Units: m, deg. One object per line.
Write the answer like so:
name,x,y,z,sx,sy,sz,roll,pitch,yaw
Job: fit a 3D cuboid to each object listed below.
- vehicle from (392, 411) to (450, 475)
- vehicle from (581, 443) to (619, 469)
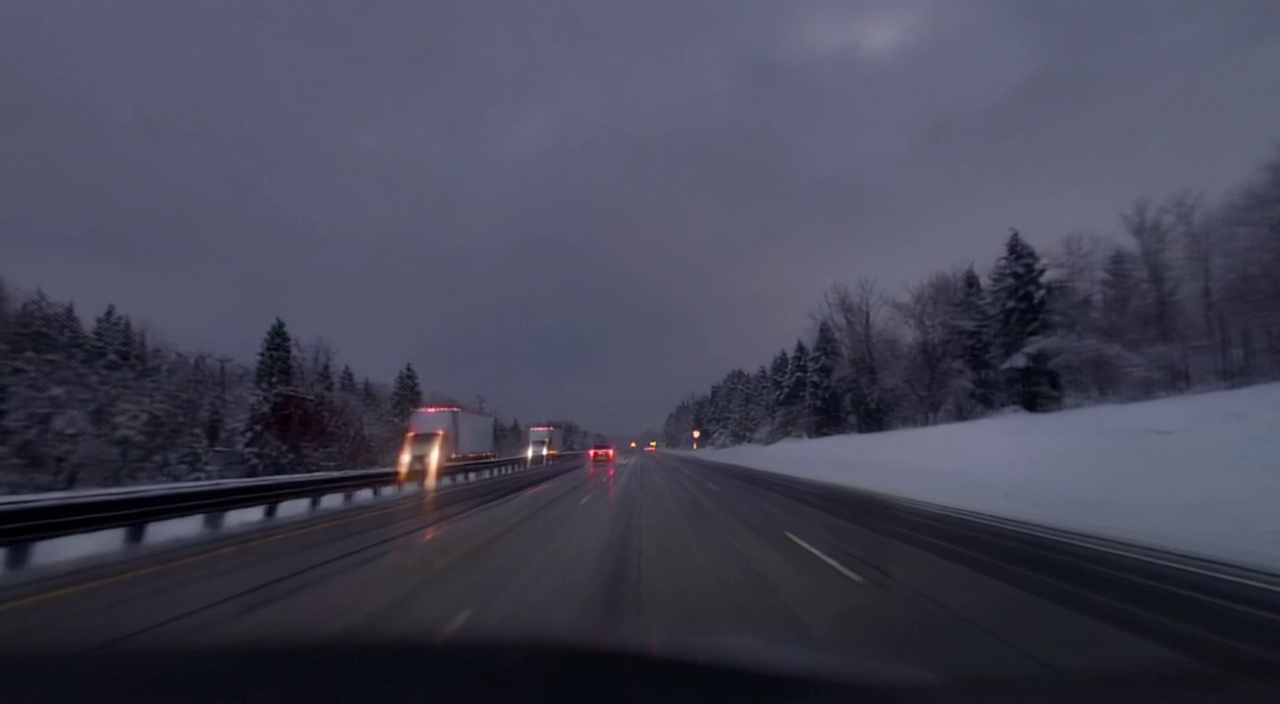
vehicle,-15.227,6.318,43.959,2.913,4.275,3.166,0,-7,-1
vehicle,-2.386,6.349,38.661,2.050,1.530,4.144,0,-8,0
